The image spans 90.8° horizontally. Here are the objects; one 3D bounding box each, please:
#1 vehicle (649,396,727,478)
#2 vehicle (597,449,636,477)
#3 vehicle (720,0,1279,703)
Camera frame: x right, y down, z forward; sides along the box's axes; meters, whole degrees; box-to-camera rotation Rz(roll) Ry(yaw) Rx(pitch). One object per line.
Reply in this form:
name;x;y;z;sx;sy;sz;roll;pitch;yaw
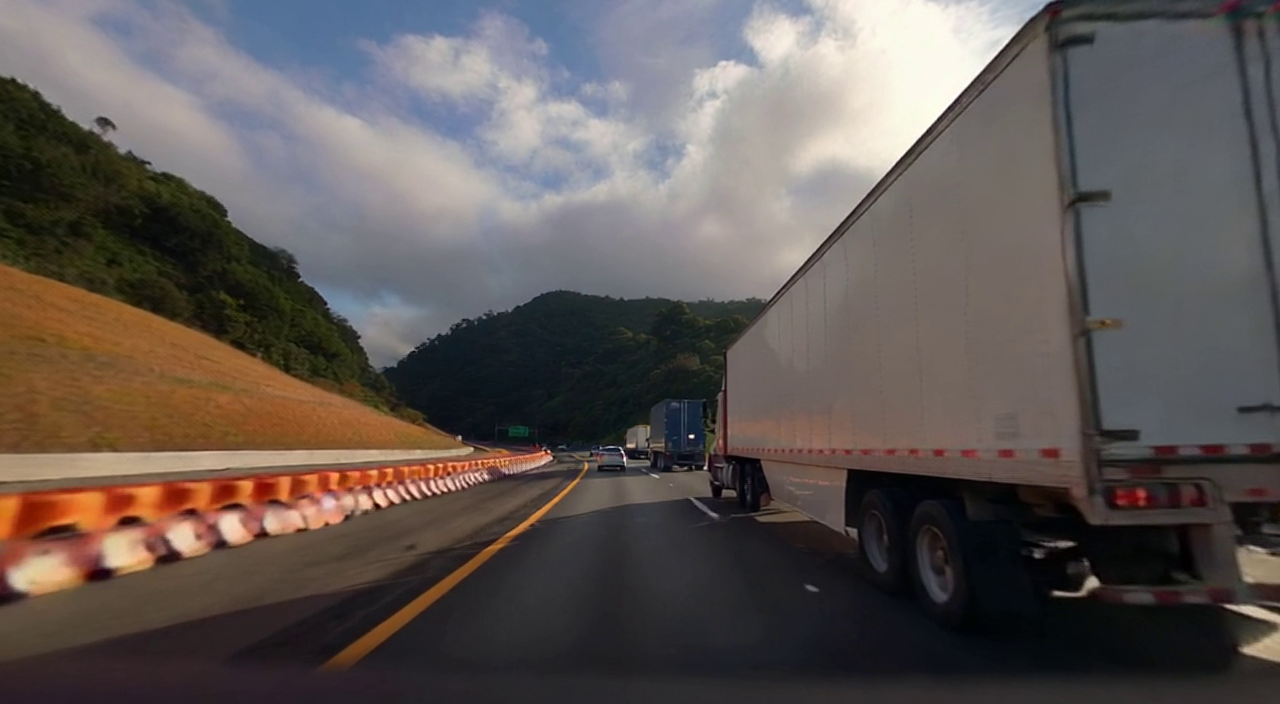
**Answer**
vehicle;2.486;5.355;38.612;2.826;4.050;13.845;0;-9;-4
vehicle;-1.290;5.993;34.213;2.029;1.437;3.794;0;-9;-3
vehicle;3.922;0.938;10.705;2.911;4.099;14.578;0;-9;-1
